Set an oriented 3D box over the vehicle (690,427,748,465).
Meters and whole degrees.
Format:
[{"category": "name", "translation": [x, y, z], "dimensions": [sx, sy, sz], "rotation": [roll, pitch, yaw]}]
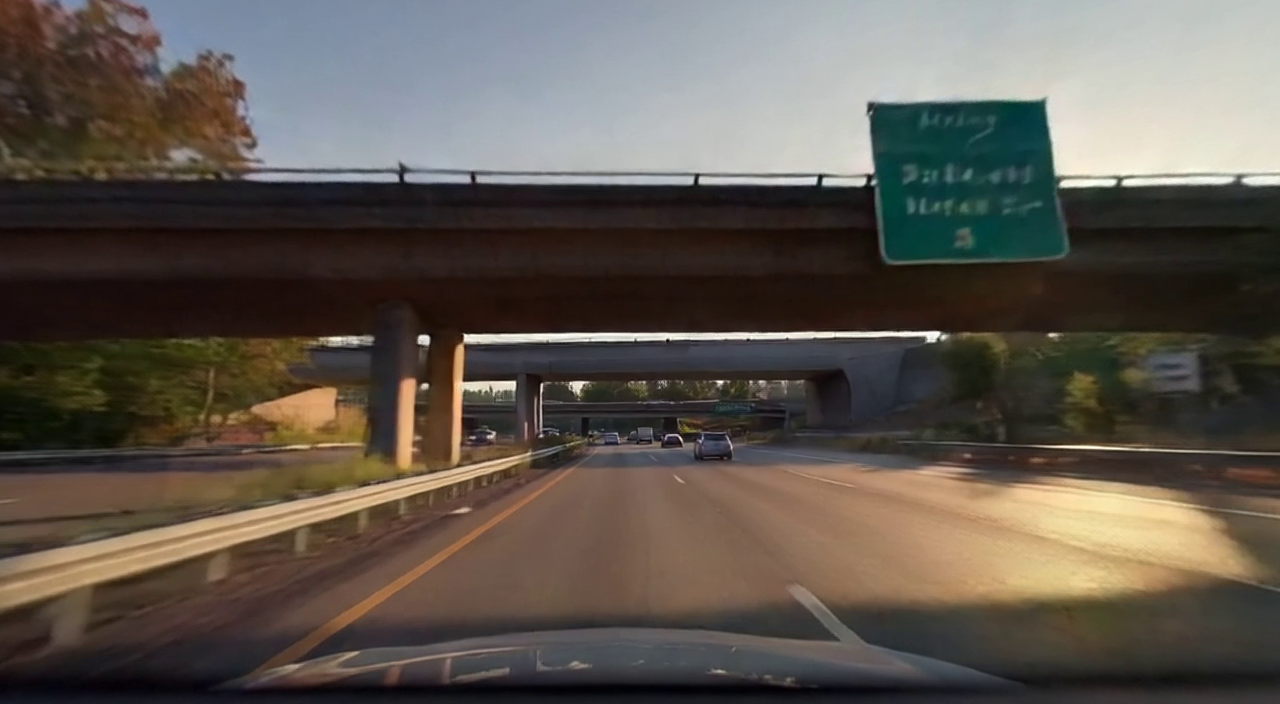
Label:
[{"category": "vehicle", "translation": [3.498, 4.209, 28.556], "dimensions": [1.938, 1.578, 3.764], "rotation": [0, -8, -3]}]
